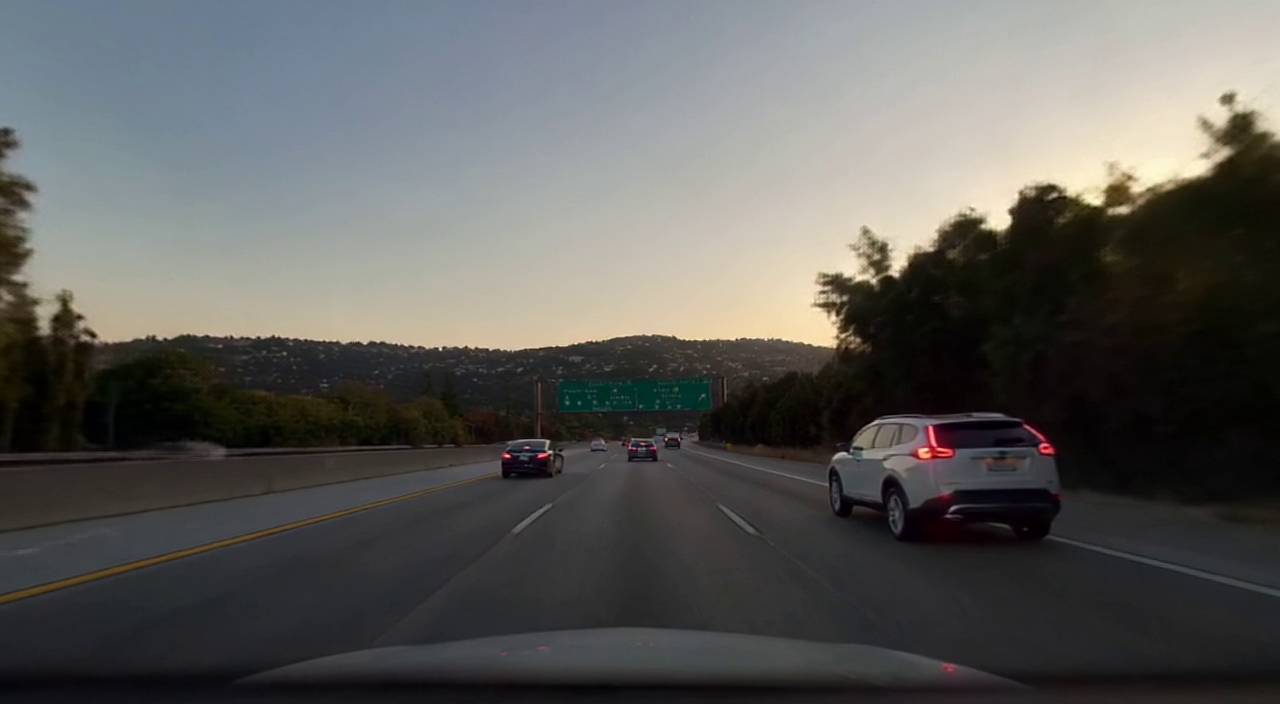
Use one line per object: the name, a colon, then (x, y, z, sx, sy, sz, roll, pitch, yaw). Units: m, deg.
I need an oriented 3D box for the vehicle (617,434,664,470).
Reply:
vehicle: (0.023, 4.604, 29.156, 2.049, 1.542, 3.816, 0, -8, 0)

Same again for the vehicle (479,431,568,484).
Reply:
vehicle: (-3.719, 3.464, 20.968, 2.066, 1.561, 4.495, 0, -8, 1)

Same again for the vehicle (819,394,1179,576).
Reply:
vehicle: (4.038, 1.563, 8.167, 2.025, 1.707, 4.279, 0, -8, -2)
